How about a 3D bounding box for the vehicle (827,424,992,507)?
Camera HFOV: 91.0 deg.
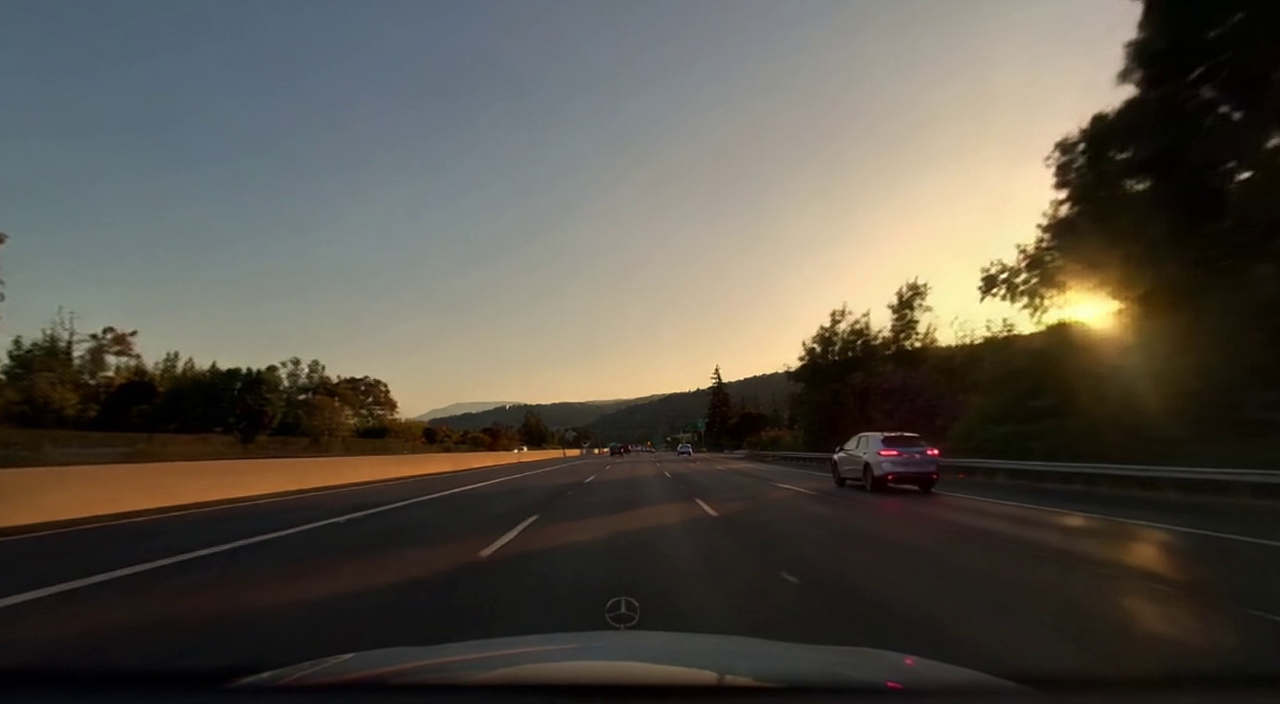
[{"bbox_3d":[6.498,2.800,15.920,2.096,1.767,4.601,0,-9,0],"label":"vehicle"}]
